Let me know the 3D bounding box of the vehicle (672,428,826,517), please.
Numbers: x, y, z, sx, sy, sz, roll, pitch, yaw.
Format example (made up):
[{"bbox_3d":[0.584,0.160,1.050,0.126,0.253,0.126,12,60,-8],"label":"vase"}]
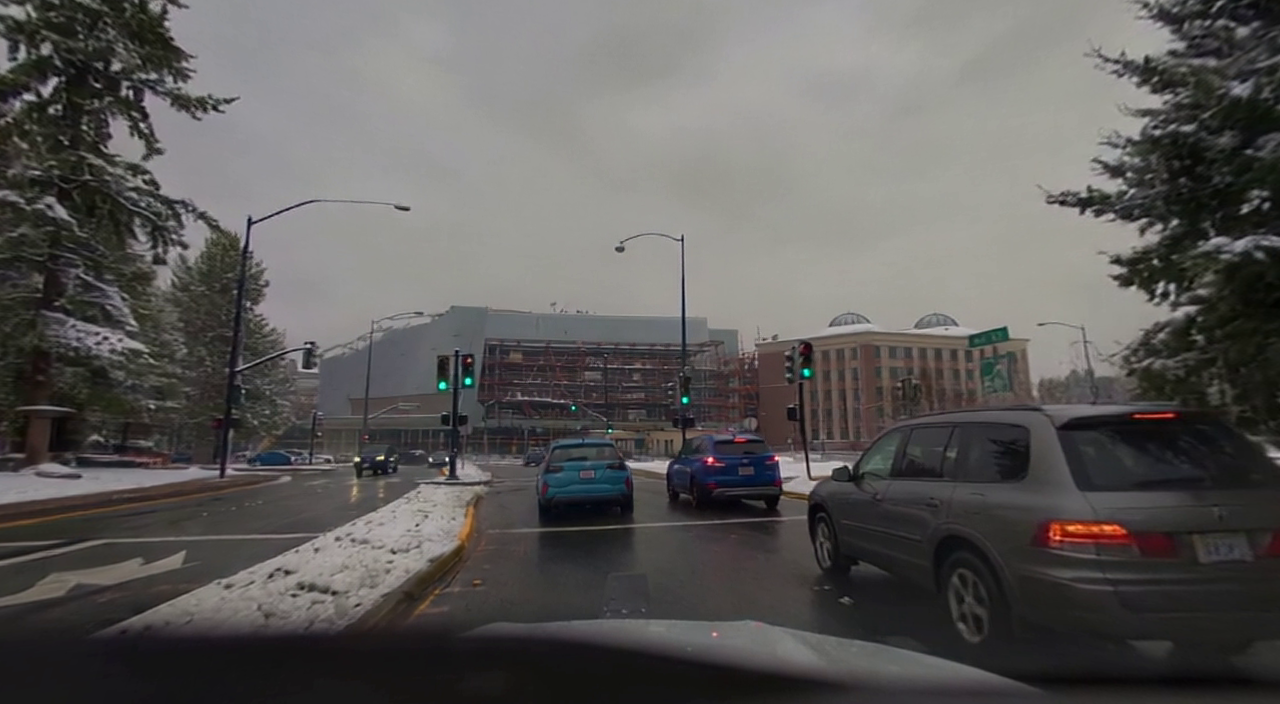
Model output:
[{"bbox_3d":[2.282,2.687,14.646,2.103,1.710,4.396,1,-9,-10],"label":"vehicle"}]

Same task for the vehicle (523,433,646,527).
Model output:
[{"bbox_3d":[-1.329,2.585,13.333,2.132,1.632,3.889,1,-9,-12],"label":"vehicle"}]

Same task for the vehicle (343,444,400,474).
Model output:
[{"bbox_3d":[-16.744,6.675,39.566,2.303,1.692,4.571,1,-9,-10],"label":"vehicle"}]

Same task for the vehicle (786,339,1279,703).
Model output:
[{"bbox_3d":[3.072,1.188,5.096,2.320,1.772,4.872,0,-9,-4],"label":"vehicle"}]

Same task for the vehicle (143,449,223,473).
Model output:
[{"bbox_3d":[-32.010,7.608,44.195,4.653,1.459,2.228,-2,-8,21],"label":"vehicle"}]
